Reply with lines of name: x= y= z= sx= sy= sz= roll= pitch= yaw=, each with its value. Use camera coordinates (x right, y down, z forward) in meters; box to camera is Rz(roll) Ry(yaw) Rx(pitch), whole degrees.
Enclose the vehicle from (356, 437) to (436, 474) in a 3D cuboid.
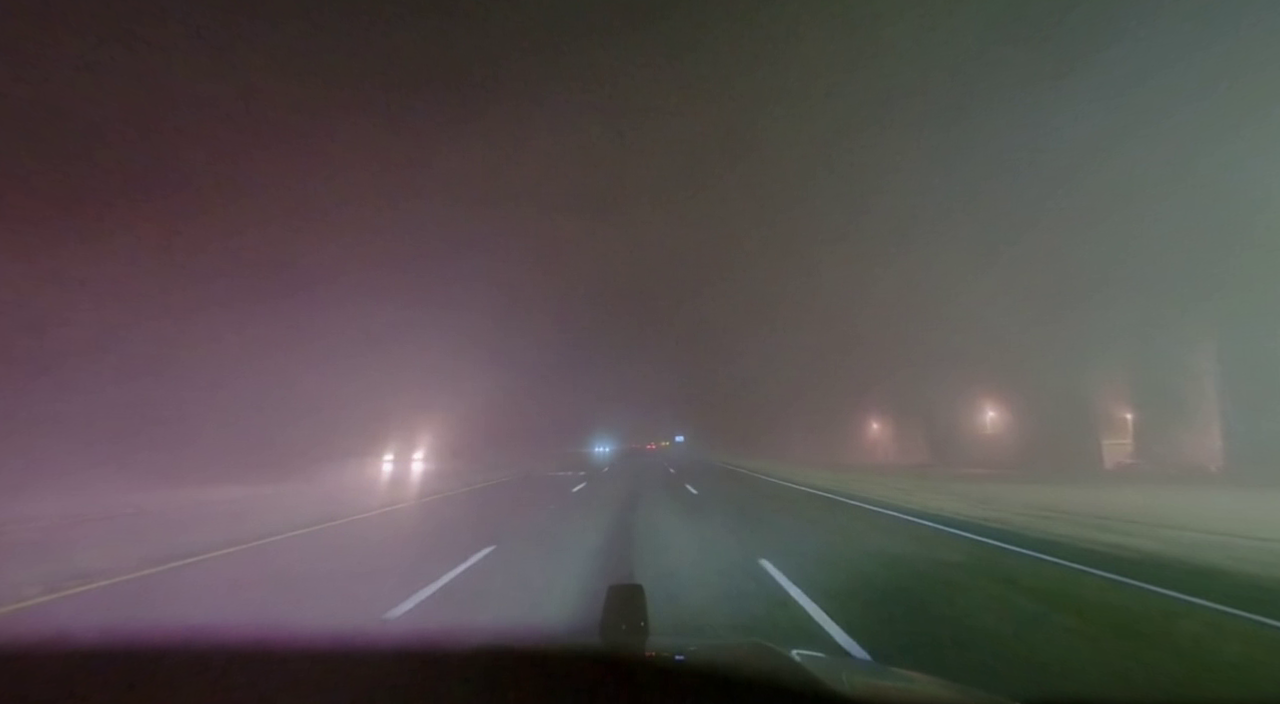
vehicle: x=-12.197 y=5.192 z=31.849 sx=2.047 sy=1.735 sz=4.728 roll=0 pitch=-8 yaw=1
